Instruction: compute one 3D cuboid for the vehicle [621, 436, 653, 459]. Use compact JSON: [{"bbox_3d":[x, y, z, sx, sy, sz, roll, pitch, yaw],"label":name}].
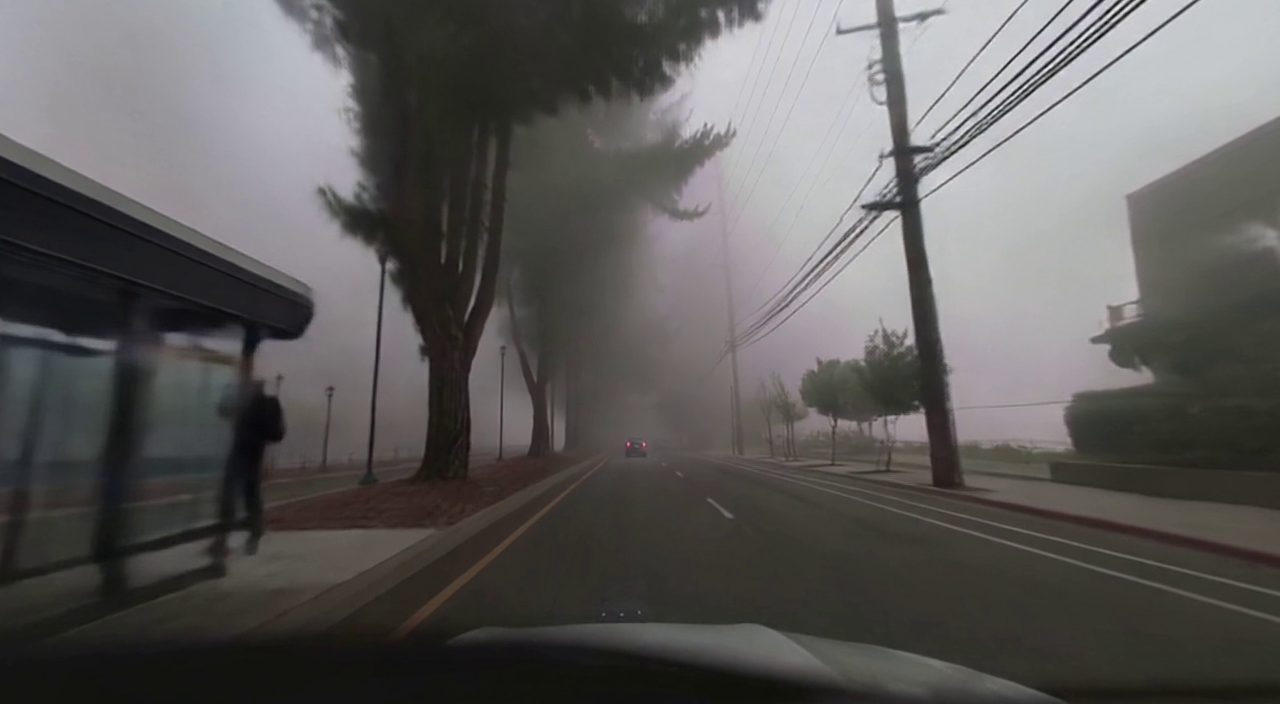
[{"bbox_3d":[-0.234,6.482,42.981,2.109,1.501,4.042,0,-8,-1],"label":"vehicle"}]
